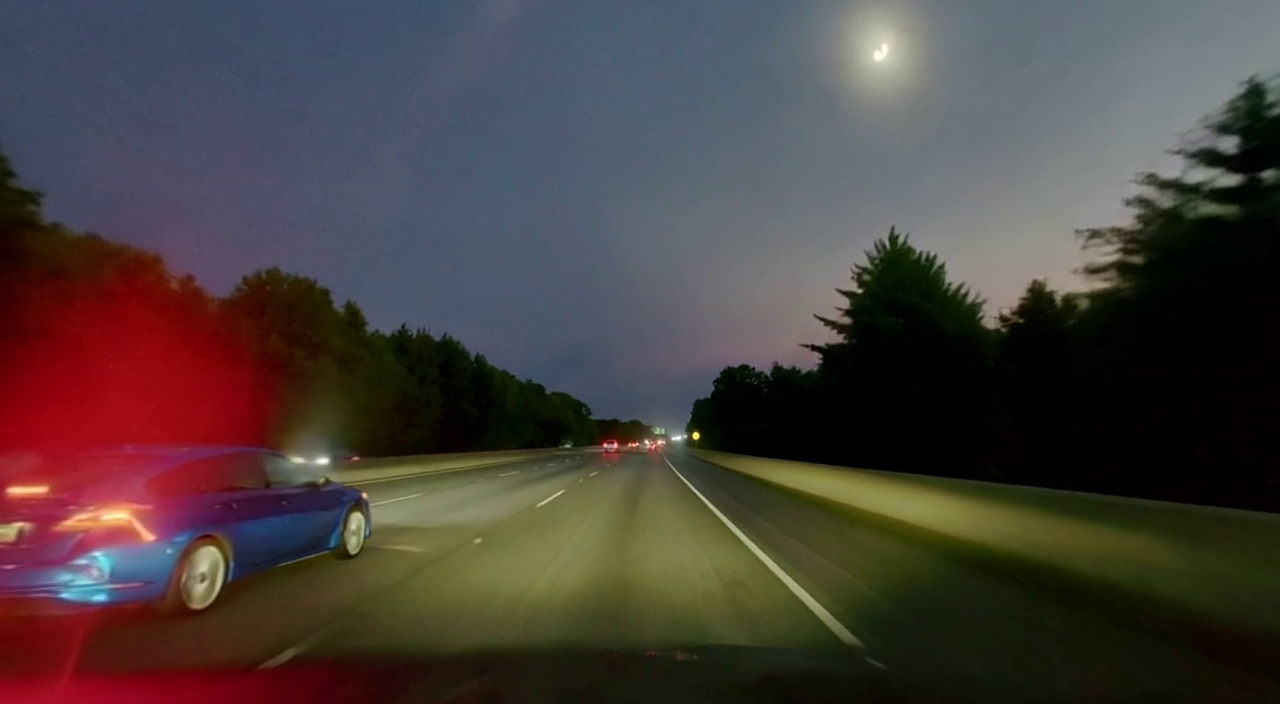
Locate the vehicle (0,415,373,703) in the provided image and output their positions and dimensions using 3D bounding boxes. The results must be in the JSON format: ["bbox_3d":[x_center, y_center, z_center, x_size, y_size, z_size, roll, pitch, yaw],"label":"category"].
[{"bbox_3d":[-4.187,1.343,5.117,1.996,1.454,4.495,0,-8,1],"label":"vehicle"}]
